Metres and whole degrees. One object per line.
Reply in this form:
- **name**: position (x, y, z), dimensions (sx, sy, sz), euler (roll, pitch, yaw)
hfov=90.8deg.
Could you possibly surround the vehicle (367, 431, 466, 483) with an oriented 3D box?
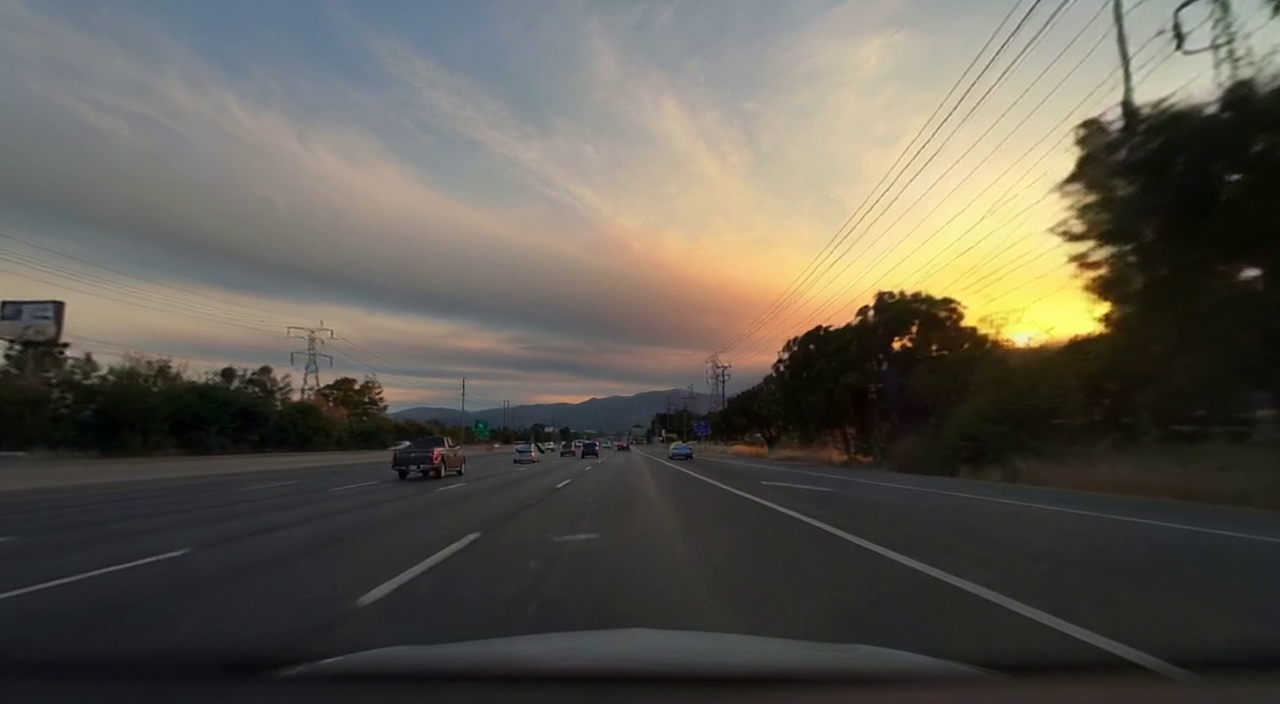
- **vehicle**: position (-8.633, 4.108, 24.990), dimensions (2.115, 1.799, 5.444), euler (0, -9, -2)
